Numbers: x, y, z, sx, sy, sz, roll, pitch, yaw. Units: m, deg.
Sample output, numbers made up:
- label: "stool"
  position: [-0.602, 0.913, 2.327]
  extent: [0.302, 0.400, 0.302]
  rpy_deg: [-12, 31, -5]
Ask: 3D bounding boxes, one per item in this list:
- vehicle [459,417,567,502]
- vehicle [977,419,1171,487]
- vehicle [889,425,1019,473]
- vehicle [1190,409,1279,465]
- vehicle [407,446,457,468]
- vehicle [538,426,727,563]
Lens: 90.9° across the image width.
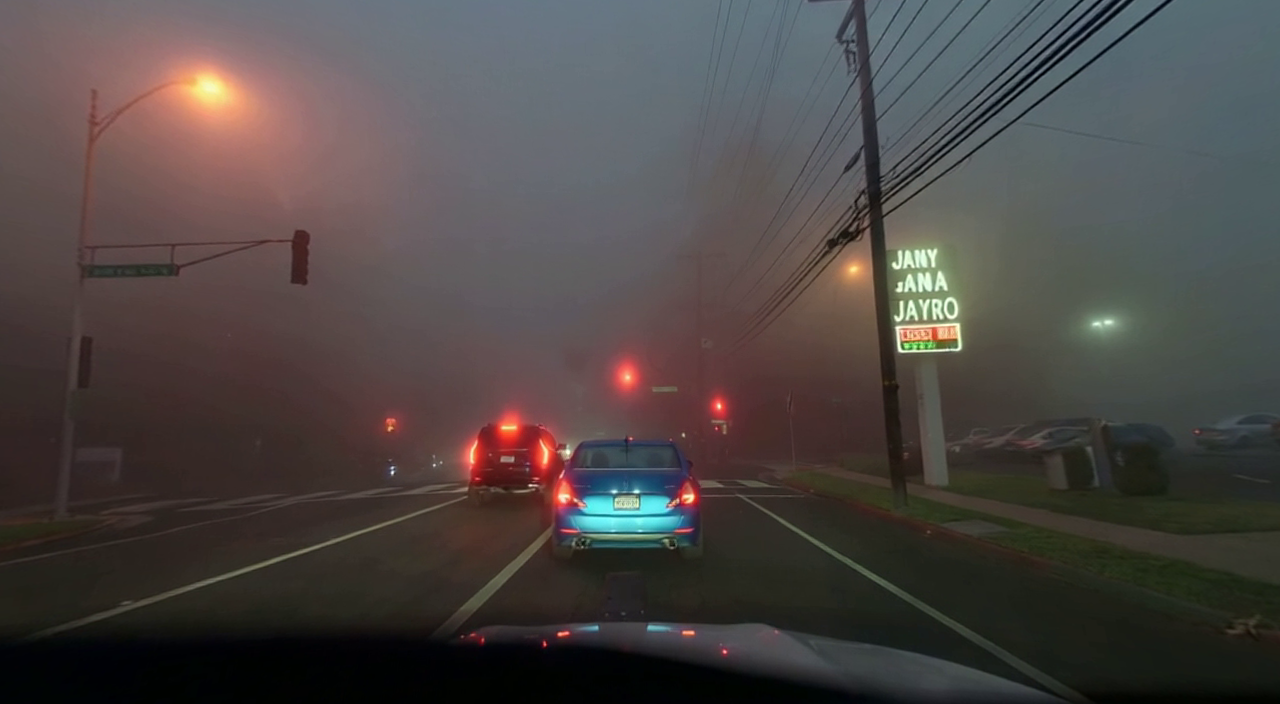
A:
- label: "vehicle"
  position: [-3.050, 2.689, 16.140]
  extent: [2.106, 1.852, 4.512]
  rpy_deg: [0, -8, -4]
- label: "vehicle"
  position: [10.539, 2.494, 15.811]
  extent: [1.888, 1.455, 4.268]
  rpy_deg: [0, -8, 1]
- label: "vehicle"
  position: [10.645, 3.343, 21.839]
  extent: [1.842, 1.471, 4.481]
  rpy_deg: [1, -8, -6]
- label: "vehicle"
  position: [18.720, 2.550, 18.809]
  extent: [4.446, 1.511, 1.977]
  rpy_deg: [4, -10, -29]
- label: "vehicle"
  position: [-15.551, 7.807, 46.994]
  extent: [2.111, 1.511, 4.641]
  rpy_deg: [6, -10, -36]
- label: "vehicle"
  position: [-0.151, 1.874, 9.097]
  extent: [2.070, 1.481, 4.216]
  rpy_deg: [0, -8, -2]
